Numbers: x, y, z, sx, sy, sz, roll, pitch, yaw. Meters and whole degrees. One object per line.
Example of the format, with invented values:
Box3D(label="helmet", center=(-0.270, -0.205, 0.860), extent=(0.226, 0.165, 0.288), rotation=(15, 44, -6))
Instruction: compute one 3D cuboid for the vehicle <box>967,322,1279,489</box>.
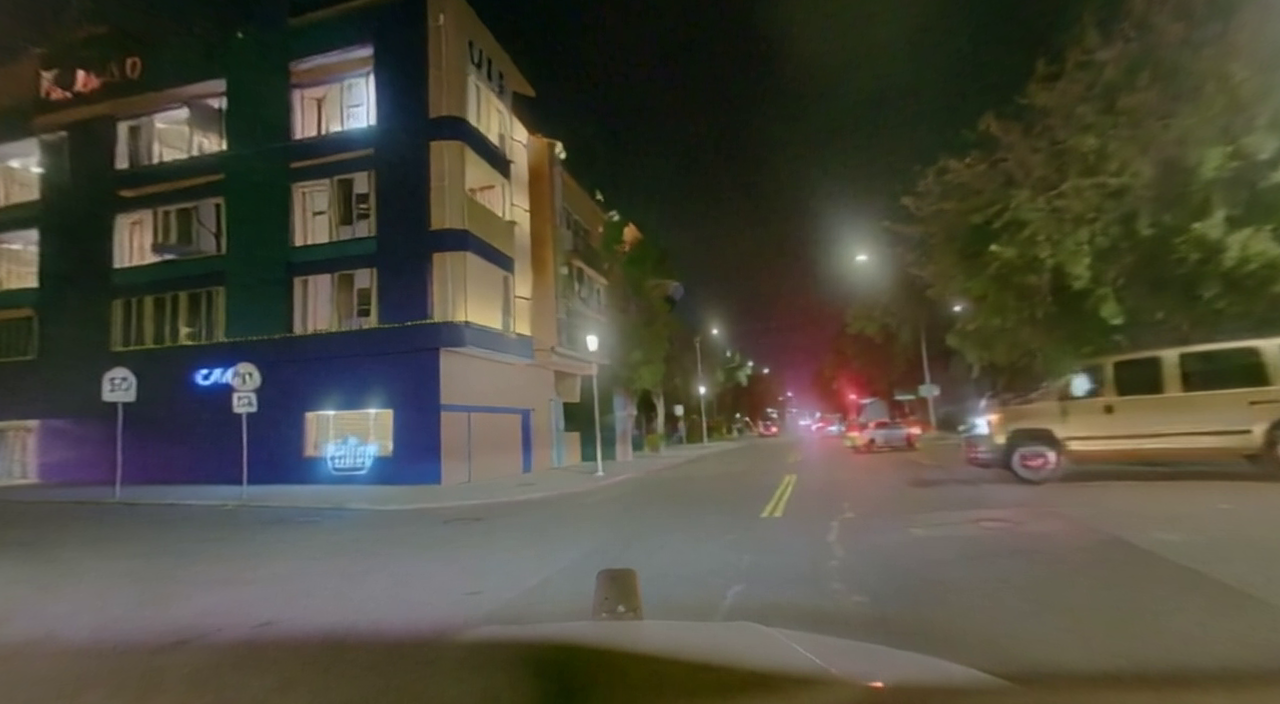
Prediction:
Box3D(label="vehicle", center=(9.643, 1.030, 11.181), extent=(2.239, 2.498, 6.221), rotation=(6, -10, -41))
